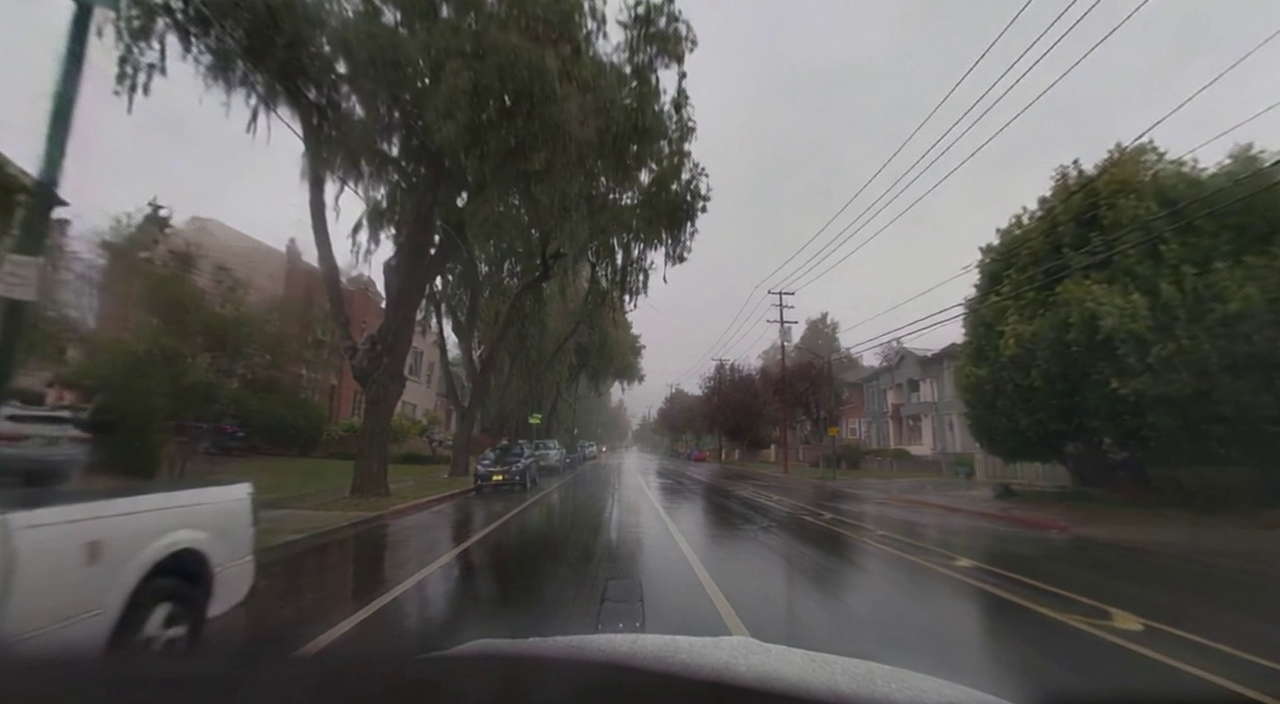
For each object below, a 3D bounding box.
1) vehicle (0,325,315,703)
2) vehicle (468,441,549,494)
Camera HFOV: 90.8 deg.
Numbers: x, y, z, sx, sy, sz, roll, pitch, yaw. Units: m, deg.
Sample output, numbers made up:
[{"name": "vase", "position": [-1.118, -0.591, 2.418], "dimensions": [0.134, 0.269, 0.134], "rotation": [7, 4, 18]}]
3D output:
[{"name": "vehicle", "position": [-3.538, 0.789, 1.960], "dimensions": [2.127, 1.901, 5.510], "rotation": [0, -8, 0]}, {"name": "vehicle", "position": [-4.204, 3.743, 20.980], "dimensions": [1.825, 1.542, 4.715], "rotation": [0, -8, -2]}]
